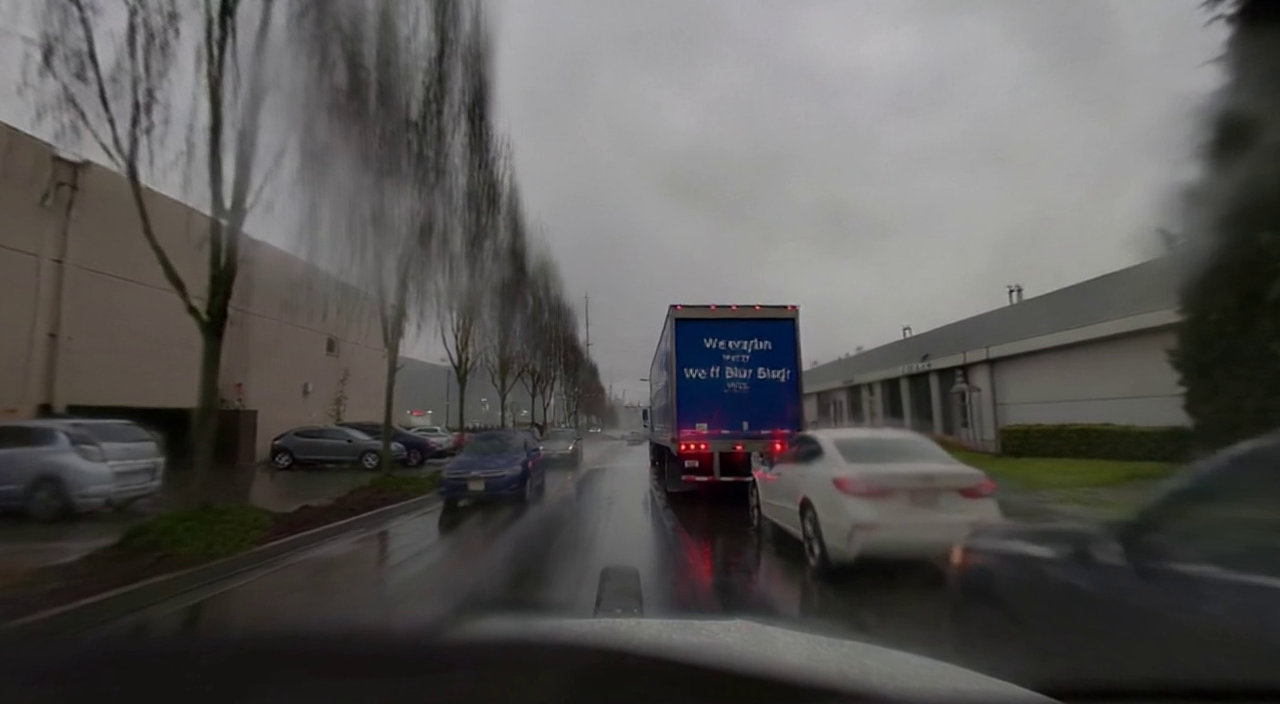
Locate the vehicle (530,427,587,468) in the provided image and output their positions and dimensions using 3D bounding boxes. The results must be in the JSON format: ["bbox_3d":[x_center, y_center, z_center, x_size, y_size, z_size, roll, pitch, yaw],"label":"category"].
[{"bbox_3d":[-3.172,3.808,25.259,1.780,1.488,4.043,0,-8,-1],"label":"vehicle"}]

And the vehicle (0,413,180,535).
[{"bbox_3d":[-9.028,1.595,8.505,4.102,1.455,1.870,0,-8,-1],"label":"vehicle"}]

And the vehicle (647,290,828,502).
[{"bbox_3d":[1.956,1.795,19.435,2.865,4.113,14.471,0,-8,-2],"label":"vehicle"}]

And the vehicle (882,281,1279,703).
[{"bbox_3d":[2.453,0.685,1.577,1.875,1.674,4.231,0,-8,-2],"label":"vehicle"}]

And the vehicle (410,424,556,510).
[{"bbox_3d":[-3.088,2.347,13.408,2.033,1.508,4.298,0,-8,-1],"label":"vehicle"}]

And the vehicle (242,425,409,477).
[{"bbox_3d":[-9.338,2.961,19.021,4.015,1.461,1.903,1,-8,-5],"label":"vehicle"}]

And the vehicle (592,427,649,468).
[{"bbox_3d":[-0.700,3.889,25.841,2.160,1.498,3.909,0,-8,1],"label":"vehicle"}]
